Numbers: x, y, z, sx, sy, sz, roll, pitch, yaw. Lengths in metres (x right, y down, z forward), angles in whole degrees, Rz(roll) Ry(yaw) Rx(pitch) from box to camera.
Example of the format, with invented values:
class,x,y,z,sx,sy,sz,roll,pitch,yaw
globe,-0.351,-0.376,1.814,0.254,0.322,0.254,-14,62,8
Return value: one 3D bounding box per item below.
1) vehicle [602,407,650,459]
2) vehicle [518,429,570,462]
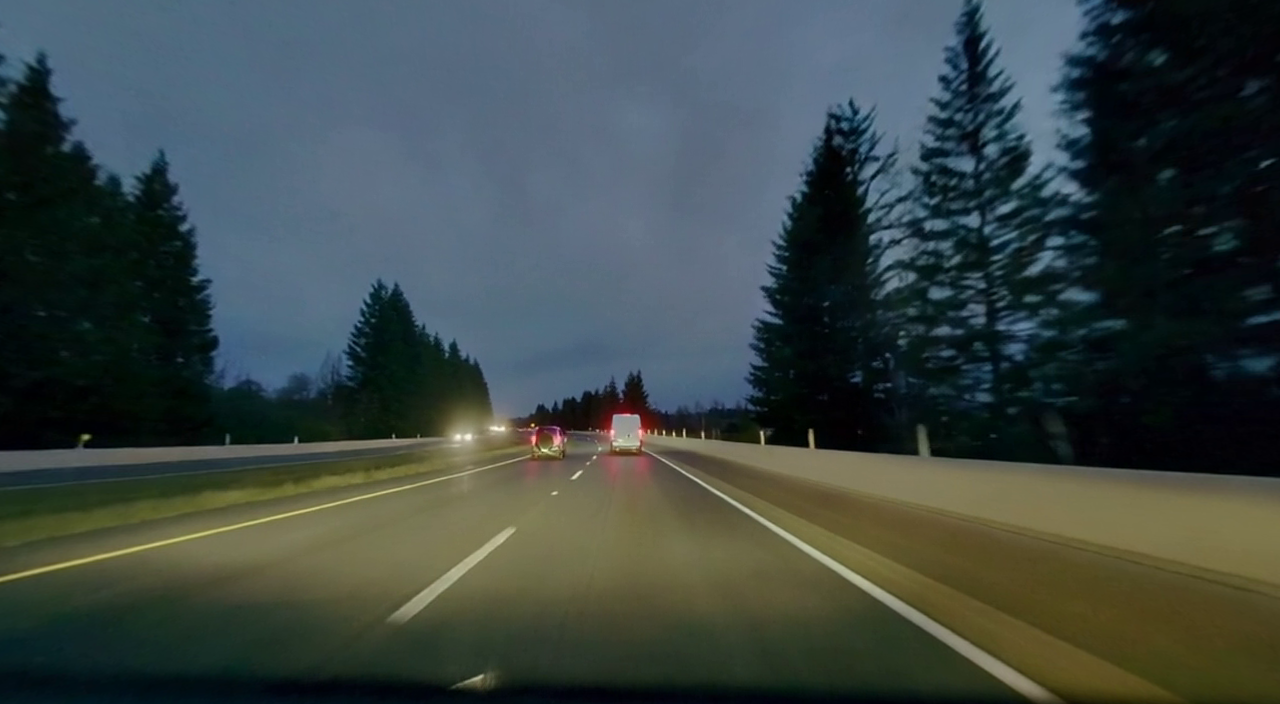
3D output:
class,x,y,z,sx,sy,sz,roll,pitch,yaw
vehicle,-0.928,4.940,38.383,2.647,2.896,6.480,0,-8,-3
vehicle,-4.986,4.930,33.362,2.110,1.636,4.453,0,-8,-1
